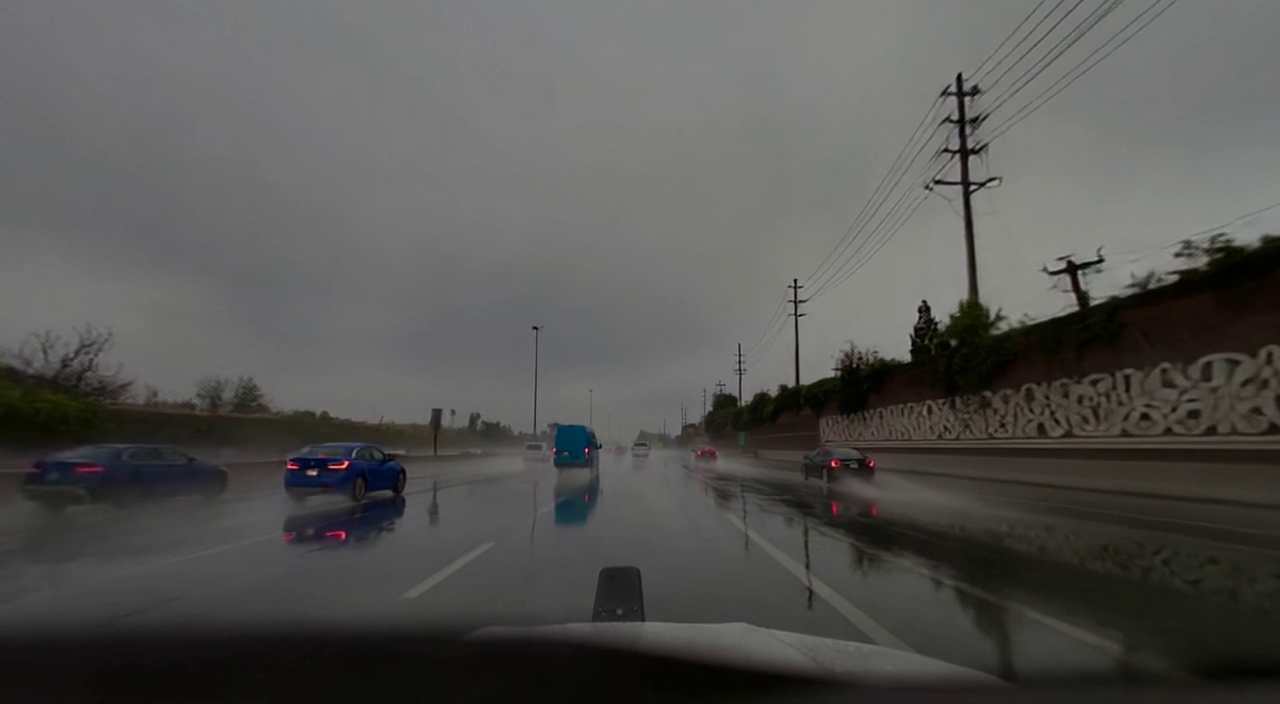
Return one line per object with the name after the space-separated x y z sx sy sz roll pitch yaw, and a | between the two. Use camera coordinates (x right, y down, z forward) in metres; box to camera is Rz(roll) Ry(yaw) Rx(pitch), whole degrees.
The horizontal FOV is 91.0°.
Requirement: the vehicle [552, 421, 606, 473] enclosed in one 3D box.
-3.313 5.388 35.605 2.395 2.660 5.827 0 -9 1 | vehicle

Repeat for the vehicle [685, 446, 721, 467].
4.605 7.716 46.677 2.095 1.504 4.536 0 -9 -1 | vehicle

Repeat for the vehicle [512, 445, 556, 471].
-6.635 6.668 39.821 1.944 1.490 4.442 0 -9 1 | vehicle

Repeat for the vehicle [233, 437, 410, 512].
-7.429 2.887 15.339 1.967 1.525 4.458 0 -9 0 | vehicle

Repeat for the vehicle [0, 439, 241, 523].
-11.109 2.688 13.689 2.009 1.513 4.304 0 -9 0 | vehicle

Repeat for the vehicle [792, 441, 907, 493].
6.502 3.604 20.103 2.052 1.470 4.364 0 -9 -2 | vehicle

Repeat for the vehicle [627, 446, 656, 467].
0.083 7.784 47.192 2.084 1.492 4.137 0 -9 -1 | vehicle
